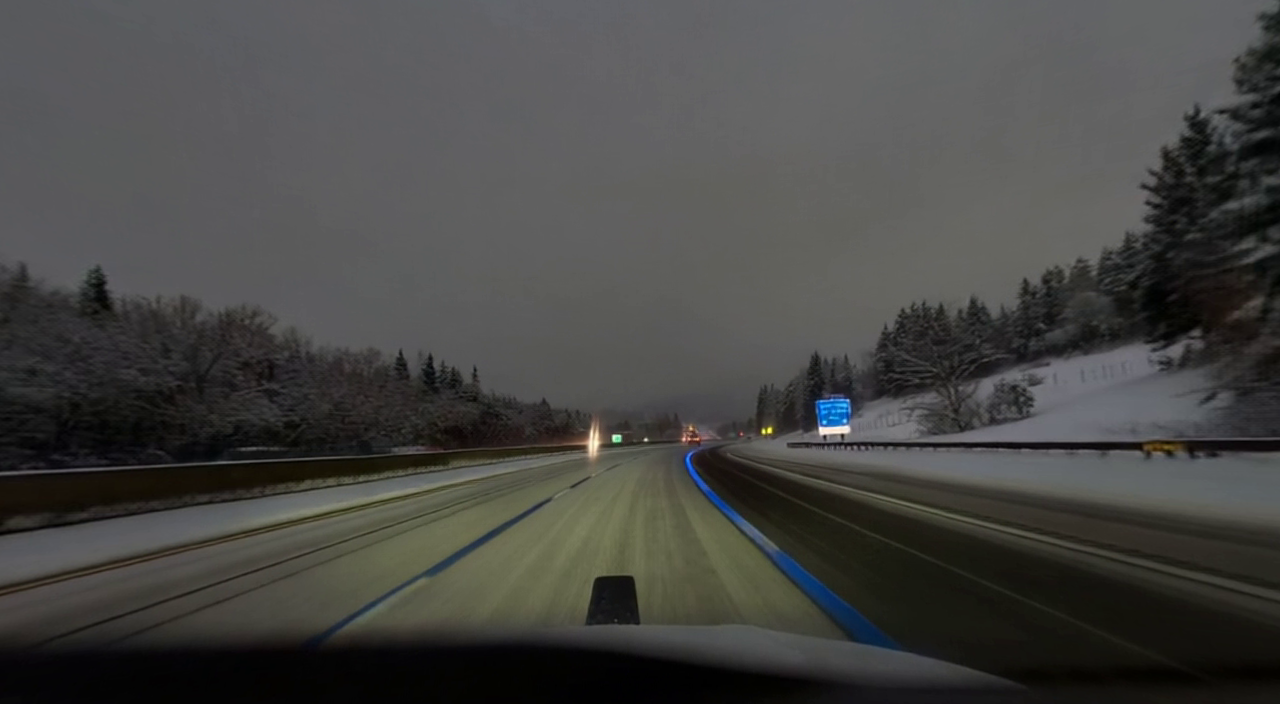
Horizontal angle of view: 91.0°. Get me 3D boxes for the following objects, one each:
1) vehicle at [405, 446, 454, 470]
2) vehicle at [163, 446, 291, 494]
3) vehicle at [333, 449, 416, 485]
[{"bbox_3d":[-15.382,7.733,46.155,1.905,1.670,4.244,-1,-8,3],"label":"vehicle"},{"bbox_3d":[-16.151,4.591,24.945,2.038,1.667,4.222,-1,-8,3],"label":"vehicle"},{"bbox_3d":[-11.969,5.201,28.681,1.934,1.465,3.798,-1,-8,3],"label":"vehicle"}]
